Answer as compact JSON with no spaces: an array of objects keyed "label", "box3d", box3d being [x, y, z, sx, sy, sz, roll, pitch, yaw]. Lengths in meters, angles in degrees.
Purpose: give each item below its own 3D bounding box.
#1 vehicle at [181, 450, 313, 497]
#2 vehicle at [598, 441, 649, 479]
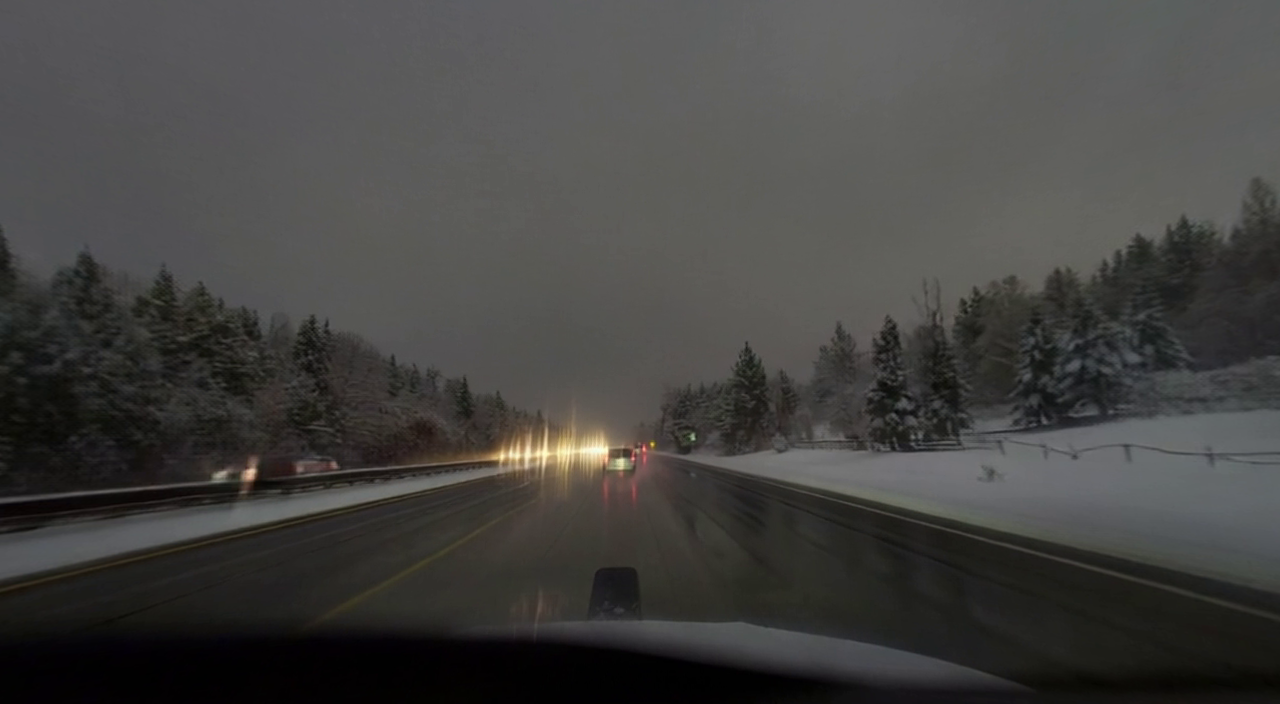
[{"label":"vehicle","box3d":[-13.651,4.208,22.149,1.882,1.474,4.369,0,-9,-1]},{"label":"vehicle","box3d":[-0.721,4.755,27.813,2.095,1.537,4.017,0,-9,-1]}]
